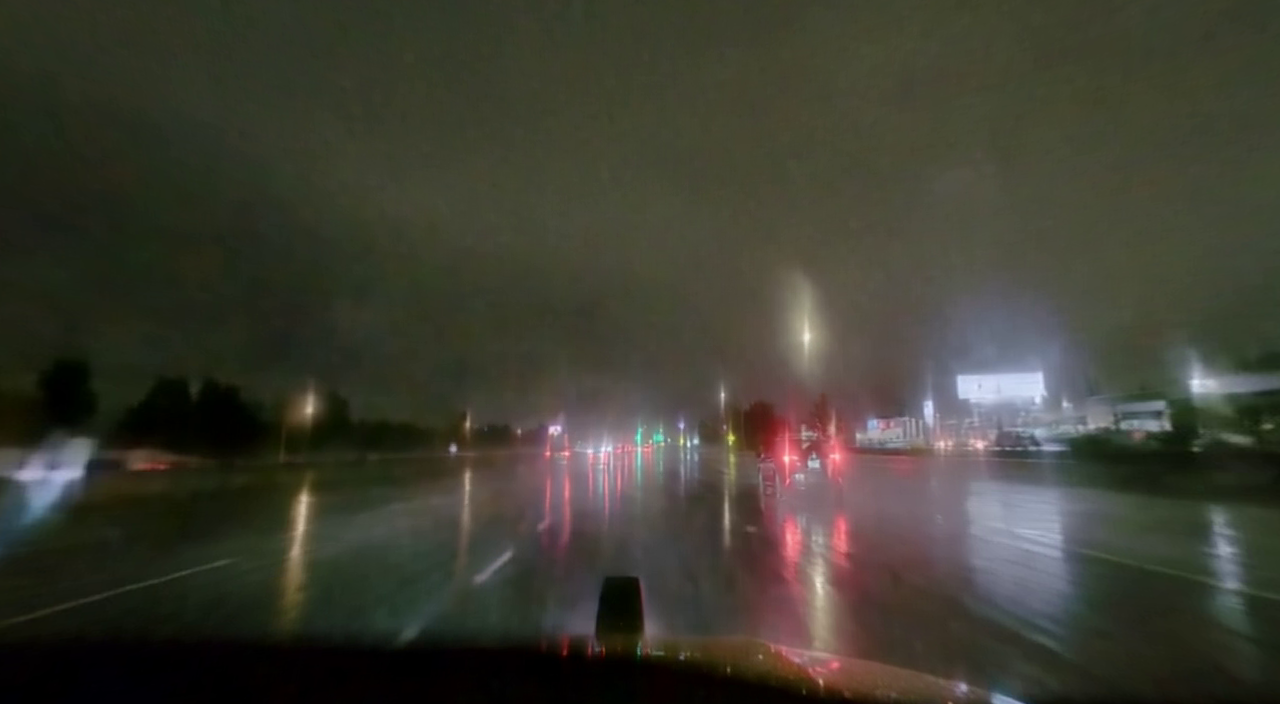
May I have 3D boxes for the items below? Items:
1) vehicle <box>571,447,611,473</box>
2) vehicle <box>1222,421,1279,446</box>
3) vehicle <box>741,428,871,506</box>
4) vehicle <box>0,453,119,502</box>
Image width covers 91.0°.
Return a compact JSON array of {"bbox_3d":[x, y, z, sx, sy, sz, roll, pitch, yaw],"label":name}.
[{"bbox_3d":[-3.016,6.728,39.436,2.139,1.510,4.506,0,-9,0],"label":"vehicle"},{"bbox_3d":[44.927,5.840,45.017,4.543,1.707,1.983,0,-9,-1],"label":"vehicle"},{"bbox_3d":[4.197,3.006,16.851,2.109,1.764,4.704,0,-9,-1],"label":"vehicle"},{"bbox_3d":[-23.567,4.749,24.244,2.206,1.671,5.566,0,-9,0],"label":"vehicle"}]
